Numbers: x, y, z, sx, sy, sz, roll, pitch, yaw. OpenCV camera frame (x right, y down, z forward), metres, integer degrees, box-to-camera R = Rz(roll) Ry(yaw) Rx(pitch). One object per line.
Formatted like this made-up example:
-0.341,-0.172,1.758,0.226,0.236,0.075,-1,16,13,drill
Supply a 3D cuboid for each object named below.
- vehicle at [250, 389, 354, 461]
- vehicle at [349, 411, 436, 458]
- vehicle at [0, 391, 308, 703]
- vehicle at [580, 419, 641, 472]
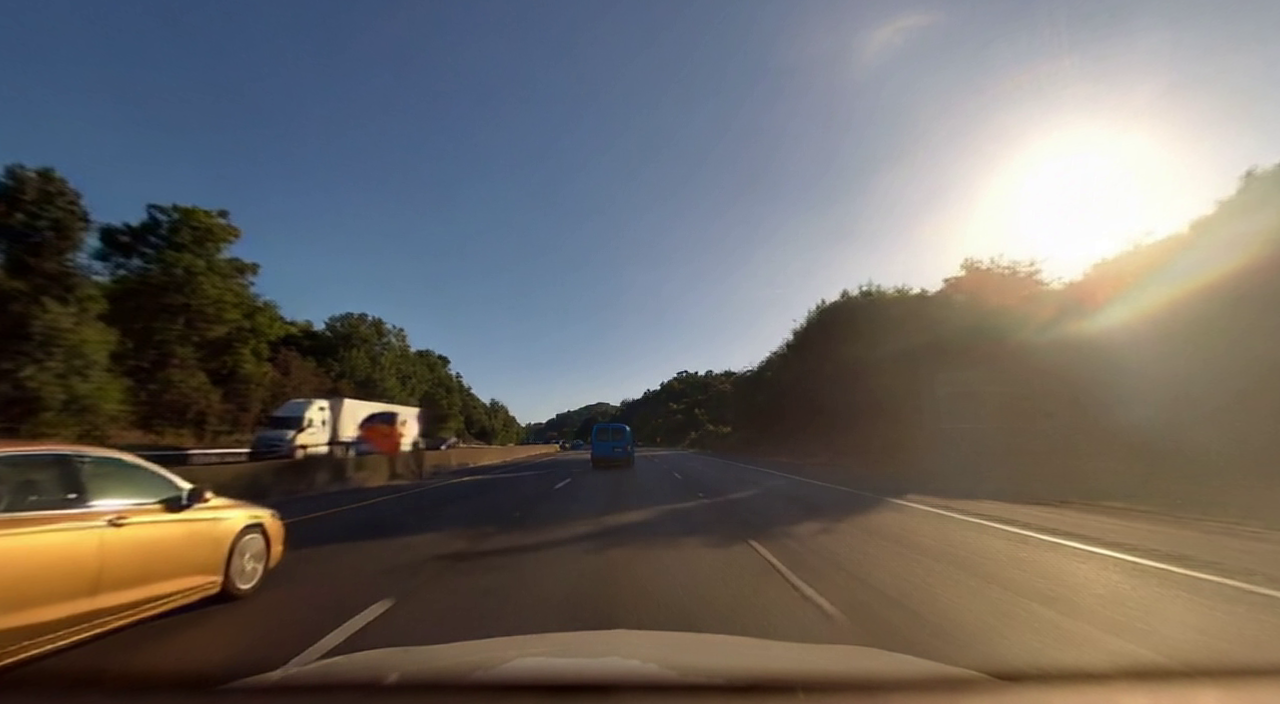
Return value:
-20.125,4.439,37.984,2.975,4.001,5.822,0,-8,-1,vehicle
-11.915,4.034,30.797,2.201,2.108,5.177,0,-8,-1,vehicle
-3.880,0.957,2.873,2.096,1.537,4.700,0,-7,1,vehicle
-1.133,3.902,26.482,2.297,2.011,4.736,0,-8,0,vehicle
